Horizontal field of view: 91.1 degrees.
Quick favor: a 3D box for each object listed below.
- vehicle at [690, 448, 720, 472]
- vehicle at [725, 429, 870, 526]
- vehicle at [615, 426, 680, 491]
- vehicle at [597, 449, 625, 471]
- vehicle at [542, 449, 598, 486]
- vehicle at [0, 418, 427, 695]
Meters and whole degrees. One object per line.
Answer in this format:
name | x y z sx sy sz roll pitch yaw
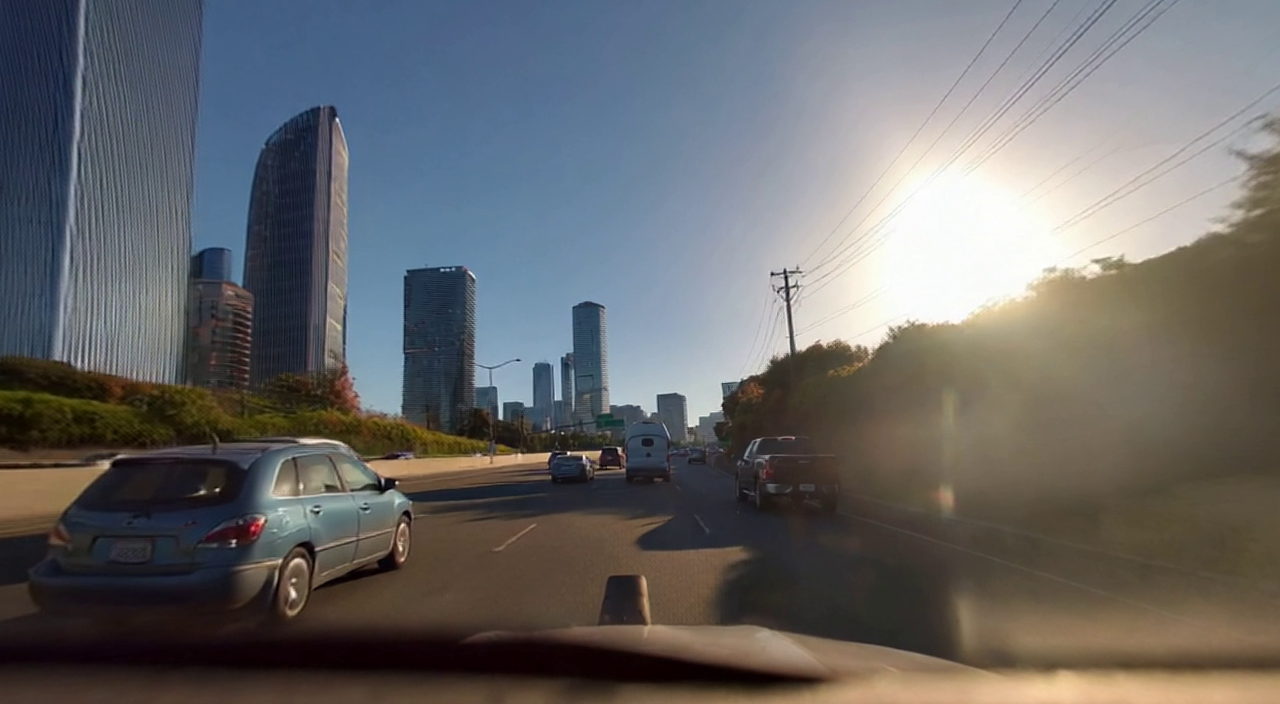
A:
vehicle | 5.028 8.418 49.111 2.092 1.696 4.218 0 -9 2
vehicle | 3.464 2.858 14.871 2.283 1.923 4.427 0 -9 0
vehicle | 0.443 4.467 26.749 2.457 2.440 5.486 -1 -9 4
vehicle | -2.260 8.559 49.977 1.911 1.632 4.149 0 -9 2
vehicle | -3.228 5.408 29.709 1.984 1.567 4.311 0 -9 3
vehicle | -3.600 1.510 5.716 1.934 1.643 3.718 0 -9 1
